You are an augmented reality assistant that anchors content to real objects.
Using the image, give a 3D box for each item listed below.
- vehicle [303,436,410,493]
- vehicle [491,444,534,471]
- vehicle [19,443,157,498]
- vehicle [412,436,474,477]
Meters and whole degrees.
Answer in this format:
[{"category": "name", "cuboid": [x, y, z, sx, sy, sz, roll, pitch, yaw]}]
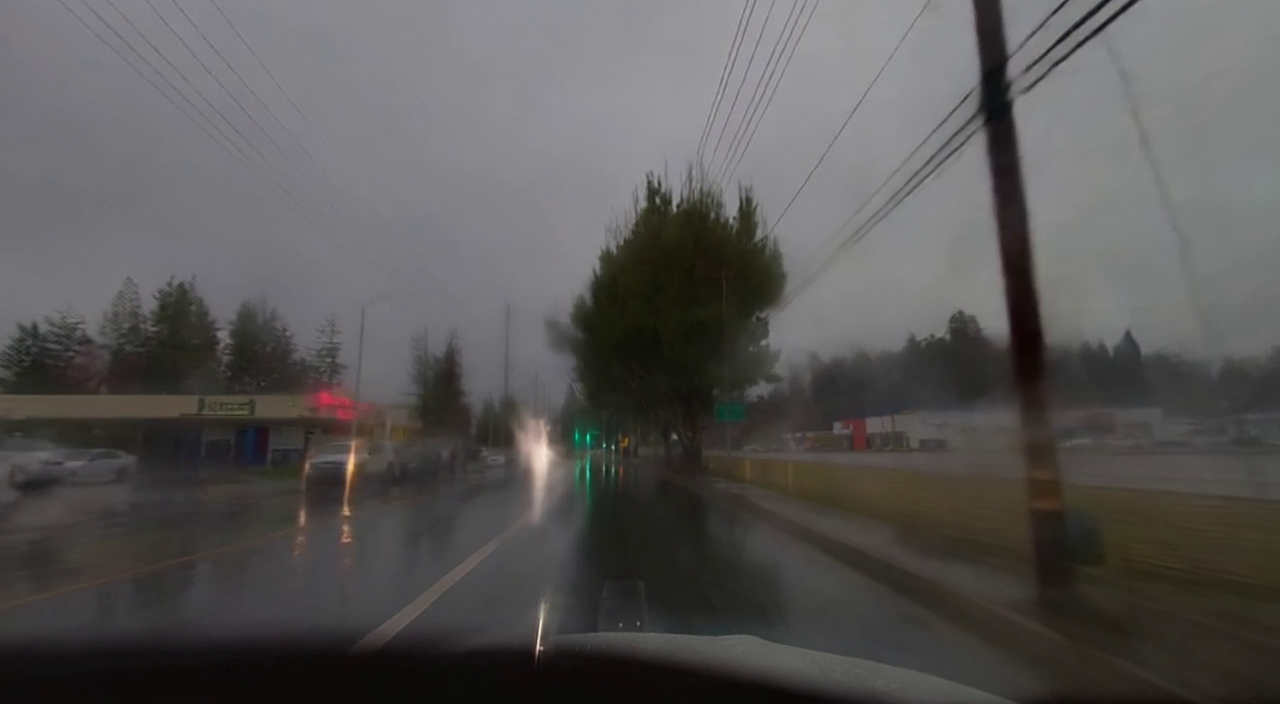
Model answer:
[{"category": "vehicle", "cuboid": [-10.427, 4.149, 23.734, 2.016, 1.872, 5.297, 1, -9, -6]}, {"category": "vehicle", "cuboid": [-7.677, 6.395, 38.384, 1.849, 1.512, 4.302, 0, -9, -2]}, {"category": "vehicle", "cuboid": [-17.924, 3.869, 20.812, 1.985, 1.455, 4.636, 0, -10, -23]}, {"category": "vehicle", "cuboid": [-11.182, 5.992, 36.298, 2.210, 2.025, 5.665, -2, -9, -5]}]
